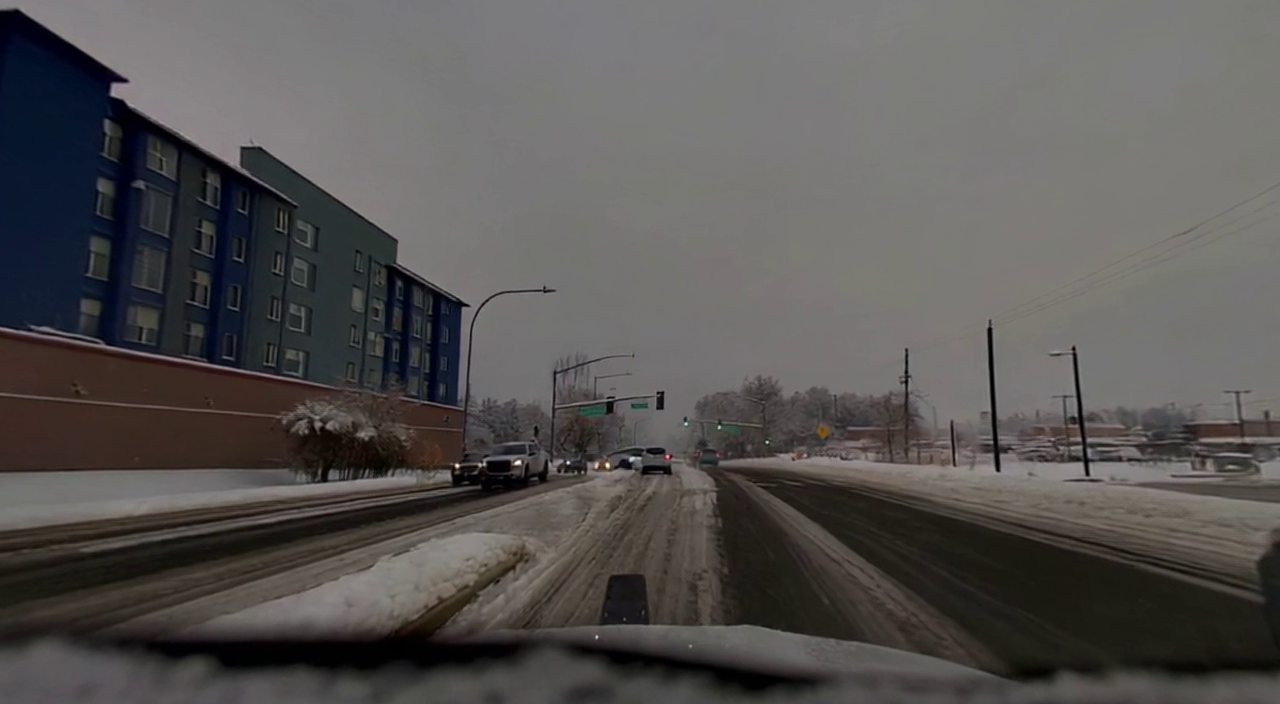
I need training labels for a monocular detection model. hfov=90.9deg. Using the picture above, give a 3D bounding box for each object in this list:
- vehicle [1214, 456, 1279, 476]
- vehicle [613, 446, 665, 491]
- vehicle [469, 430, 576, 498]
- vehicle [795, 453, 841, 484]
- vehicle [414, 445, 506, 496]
[{"bbox_3d":[47.347,8.730,48.408,4.384,1.495,1.963,-1,-8,4],"label":"vehicle"},{"bbox_3d":[0.018,5.195,28.585,2.160,1.786,4.702,0,-8,2],"label":"vehicle"},{"bbox_3d":[-4.257,4.257,24.131,2.515,2.248,5.821,-1,-10,5],"label":"vehicle"},{"bbox_3d":[11.254,7.331,40.073,1.952,1.749,4.311,-1,-8,5],"label":"vehicle"},{"bbox_3d":[-7.042,4.717,25.232,2.123,1.831,4.304,-1,-10,4],"label":"vehicle"}]
